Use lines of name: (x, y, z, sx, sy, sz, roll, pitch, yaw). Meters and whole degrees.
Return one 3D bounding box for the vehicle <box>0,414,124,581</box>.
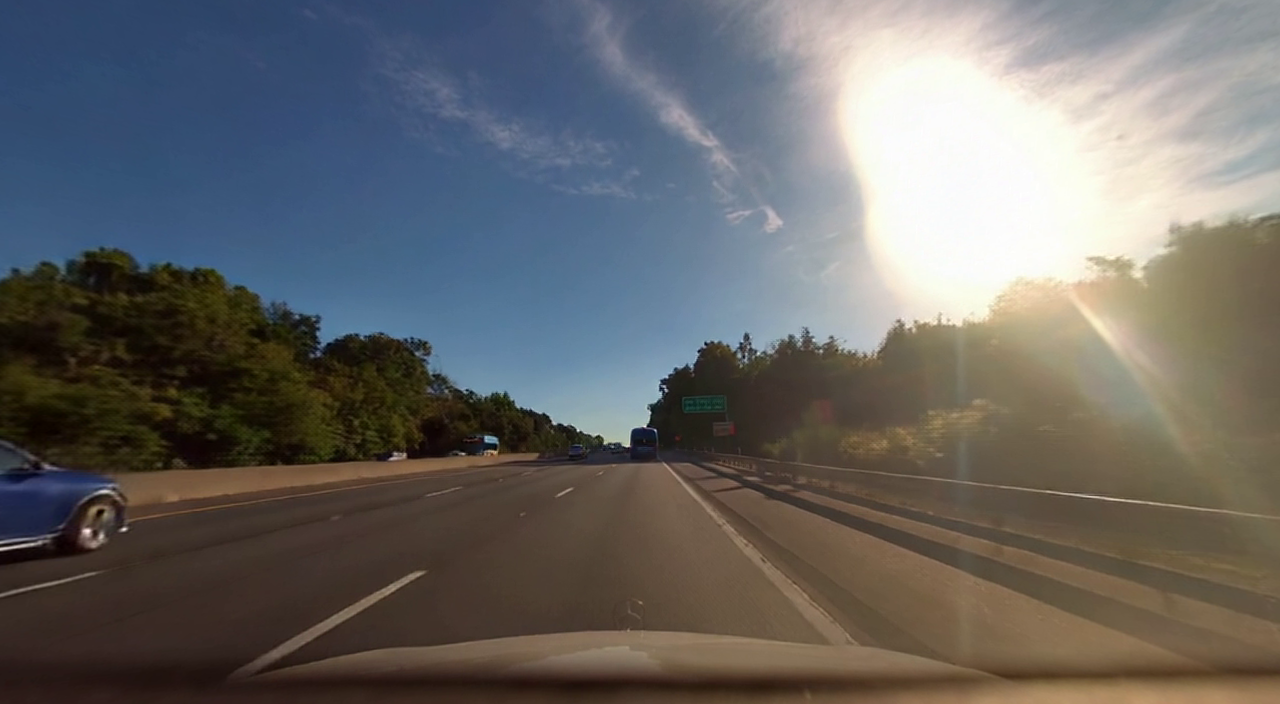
vehicle: (-7.547, 1.350, 5.503, 2.080, 1.674, 4.660, 0, -8, 1)
